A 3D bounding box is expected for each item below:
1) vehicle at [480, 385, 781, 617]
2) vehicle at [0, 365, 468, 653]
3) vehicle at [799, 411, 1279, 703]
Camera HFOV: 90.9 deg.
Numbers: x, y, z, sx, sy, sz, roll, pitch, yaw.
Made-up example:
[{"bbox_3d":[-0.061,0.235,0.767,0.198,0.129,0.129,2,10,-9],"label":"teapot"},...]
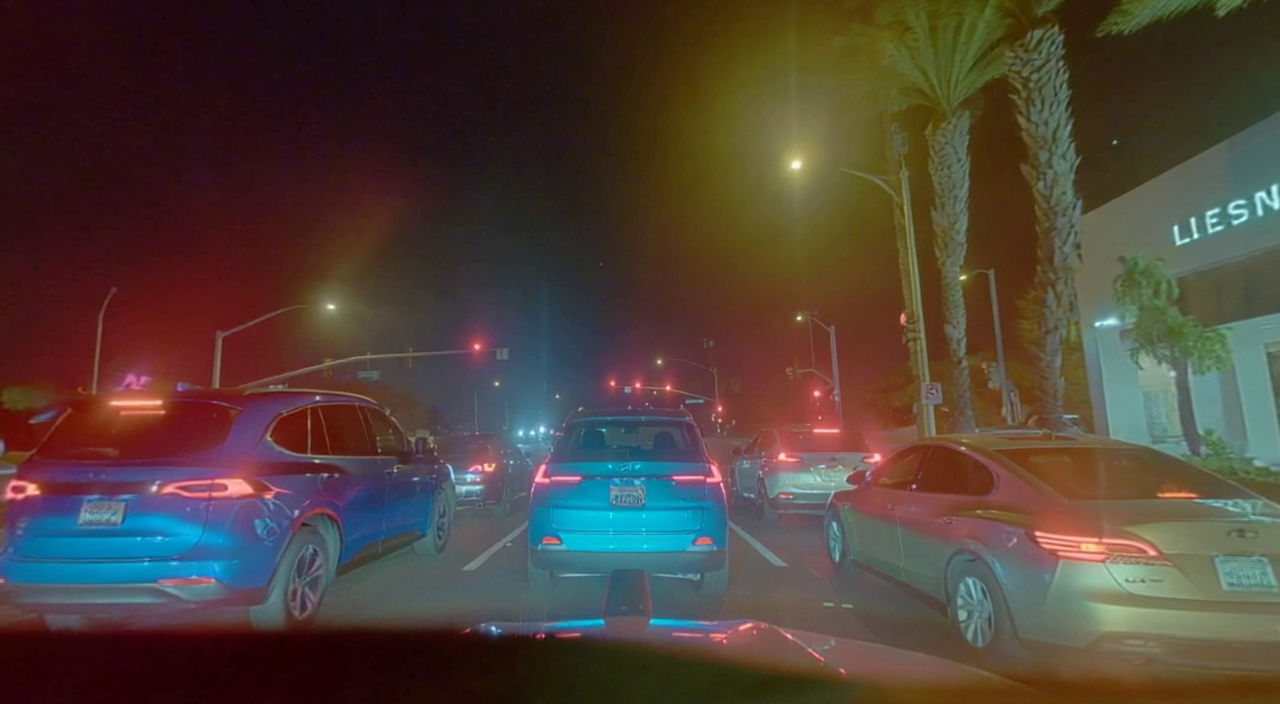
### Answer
[{"bbox_3d":[-0.132,1.454,7.056,2.280,1.747,4.361,0,-8,-2],"label":"vehicle"},{"bbox_3d":[-3.350,1.276,6.122,2.014,1.755,4.360,0,-8,1],"label":"vehicle"},{"bbox_3d":[2.965,1.368,5.256,2.017,1.491,4.611,0,-8,-1],"label":"vehicle"}]
